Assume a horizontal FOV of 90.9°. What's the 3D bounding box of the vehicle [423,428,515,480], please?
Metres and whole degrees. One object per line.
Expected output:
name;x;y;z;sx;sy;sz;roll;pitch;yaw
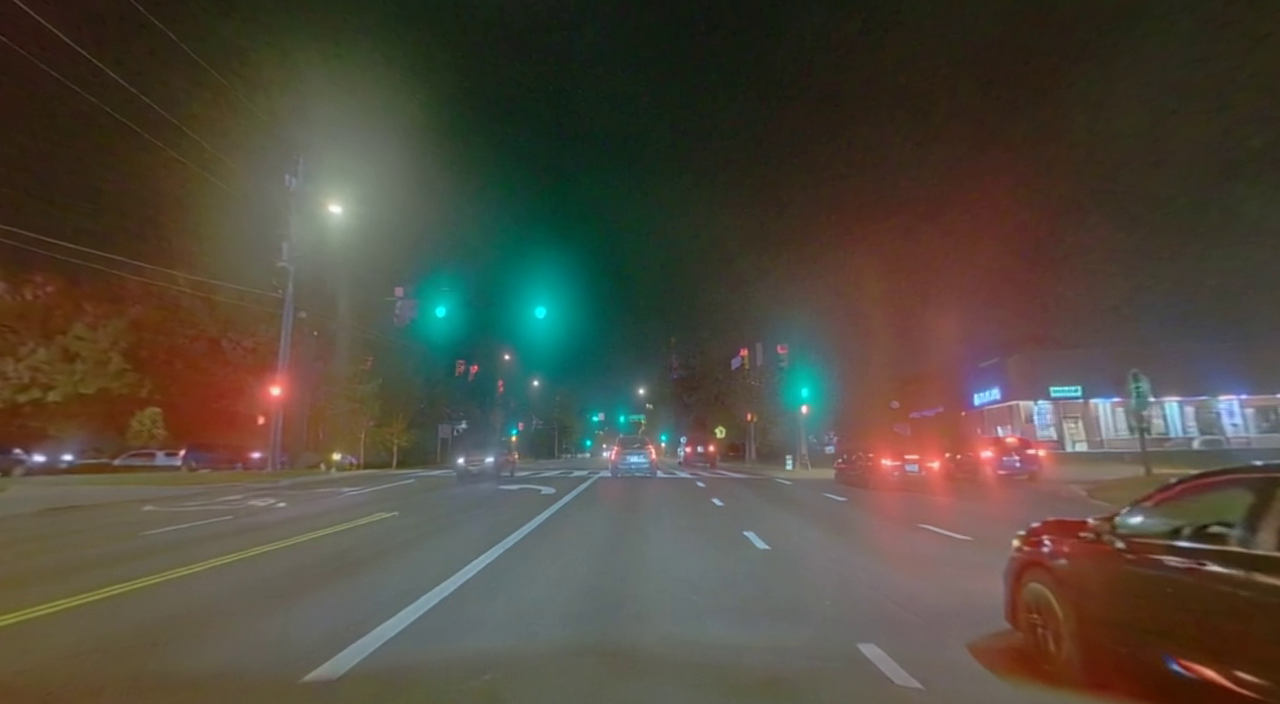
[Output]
vehicle;-6.721;4.072;25.383;2.335;1.909;4.593;0;-8;1

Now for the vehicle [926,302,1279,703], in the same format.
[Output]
vehicle;3.392;0.755;2.301;2.335;1.812;5.041;0;-8;0

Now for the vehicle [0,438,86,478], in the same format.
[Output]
vehicle;-31.597;5.225;31.243;5.964;1.893;2.363;0;-8;1

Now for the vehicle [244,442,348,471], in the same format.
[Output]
vehicle;-18.778;5.720;34.552;4.561;1.531;1.990;0;-8;1

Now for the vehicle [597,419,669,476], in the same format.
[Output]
vehicle;-0.249;3.928;25.991;2.638;2.065;5.313;0;-8;0

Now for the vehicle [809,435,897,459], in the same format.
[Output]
vehicle;14.251;6.381;42.391;5.218;1.558;1.963;0;-8;-1

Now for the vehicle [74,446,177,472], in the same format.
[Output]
vehicle;-30.931;6.423;37.986;4.466;1.527;2.028;0;-8;2

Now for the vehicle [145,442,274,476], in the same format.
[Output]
vehicle;-21.128;5.259;31.079;4.839;1.604;2.058;-1;-8;2

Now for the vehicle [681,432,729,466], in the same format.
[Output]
vehicle;3.681;5.607;36.600;2.276;1.787;4.630;0;-8;-1
